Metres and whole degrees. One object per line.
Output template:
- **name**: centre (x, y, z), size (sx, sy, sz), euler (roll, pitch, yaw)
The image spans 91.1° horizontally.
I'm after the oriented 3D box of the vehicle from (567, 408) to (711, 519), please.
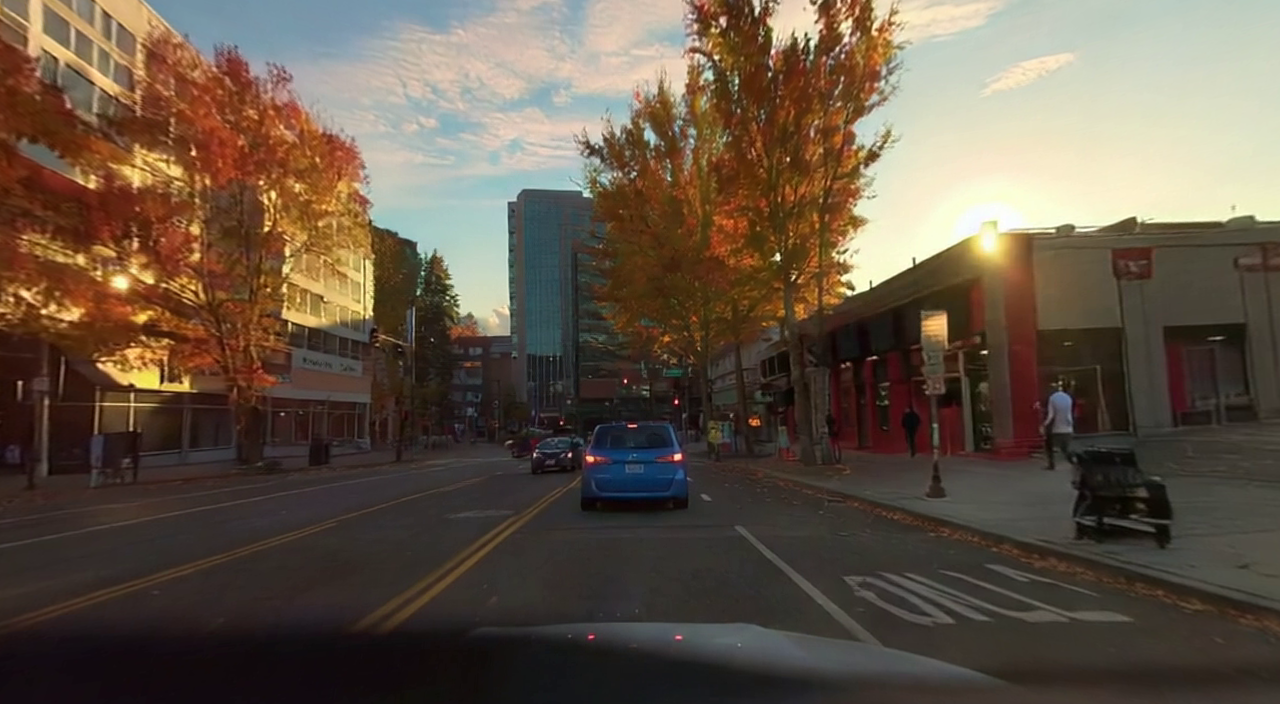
- **vehicle**: centre (-0.055, 2.037, 12.021), size (2.274, 1.736, 4.083), euler (0, -8, -1)
